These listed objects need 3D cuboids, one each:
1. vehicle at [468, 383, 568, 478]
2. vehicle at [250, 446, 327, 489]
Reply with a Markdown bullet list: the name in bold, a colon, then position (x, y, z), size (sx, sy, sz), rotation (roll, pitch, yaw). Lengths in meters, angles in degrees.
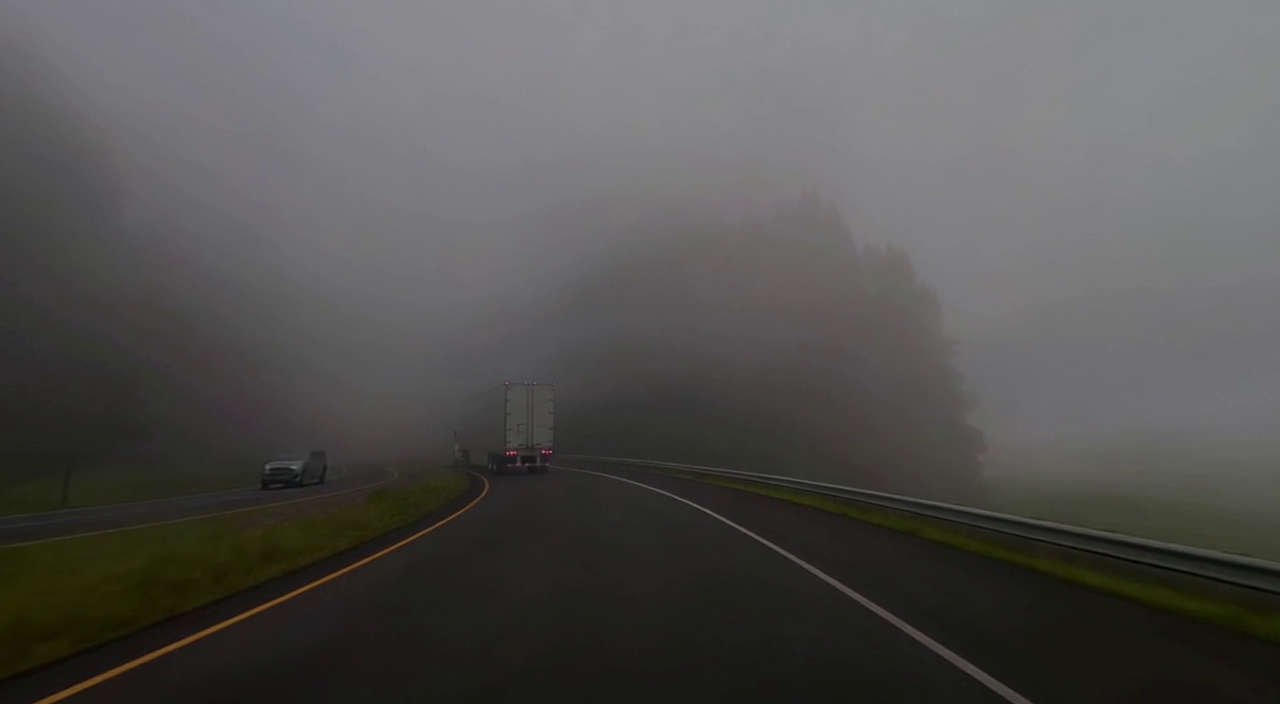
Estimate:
- **vehicle**: position (-7.145, 4.406, 34.576), size (3.087, 4.178, 13.682), rotation (2, -8, -21)
- **vehicle**: position (-13.740, 4.486, 24.875), size (1.988, 1.493, 4.333), rotation (3, -9, -21)
